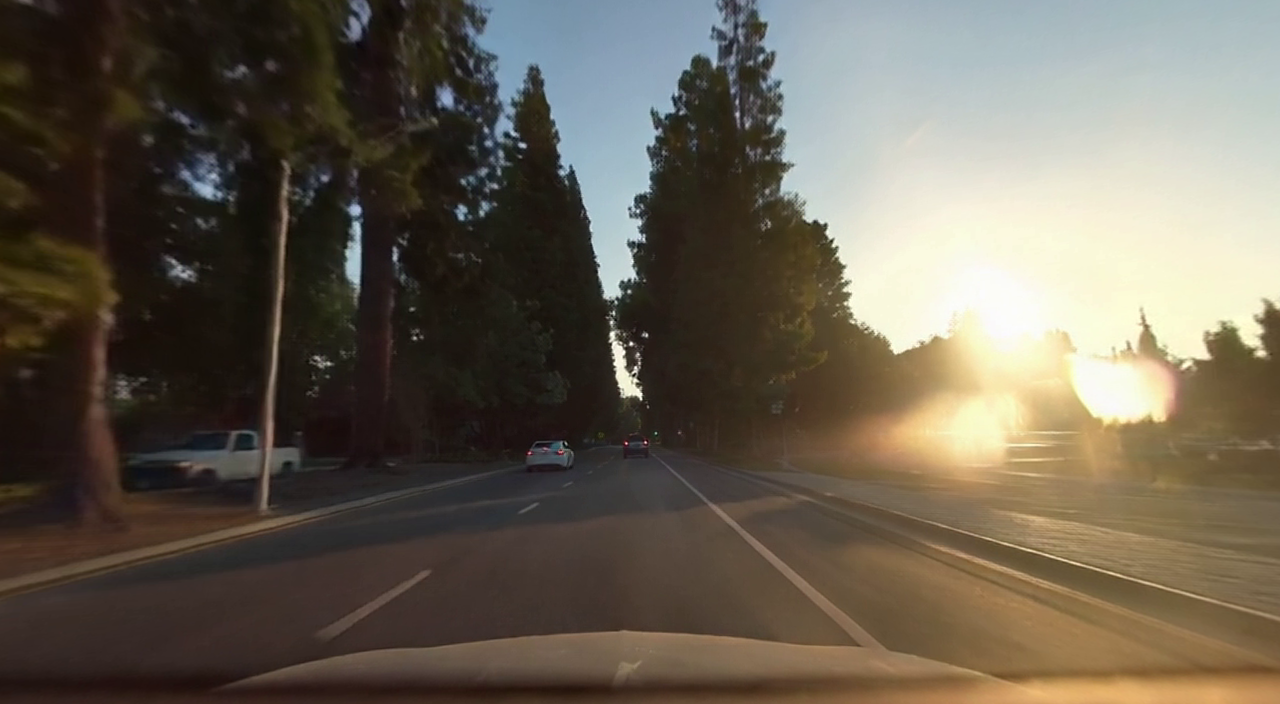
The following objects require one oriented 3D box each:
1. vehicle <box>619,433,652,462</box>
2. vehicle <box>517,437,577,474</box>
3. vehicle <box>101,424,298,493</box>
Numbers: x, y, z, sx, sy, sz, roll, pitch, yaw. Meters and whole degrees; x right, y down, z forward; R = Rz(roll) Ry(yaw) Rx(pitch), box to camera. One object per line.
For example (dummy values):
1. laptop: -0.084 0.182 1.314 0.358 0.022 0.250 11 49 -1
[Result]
1. vehicle: -0.295 6.149 40.919 2.018 1.769 3.897 0 -8 0
2. vehicle: -3.909 4.432 27.300 1.917 1.448 4.178 0 -8 1
3. vehicle: -16.507 4.037 24.481 2.687 2.262 6.995 0 -8 -1
